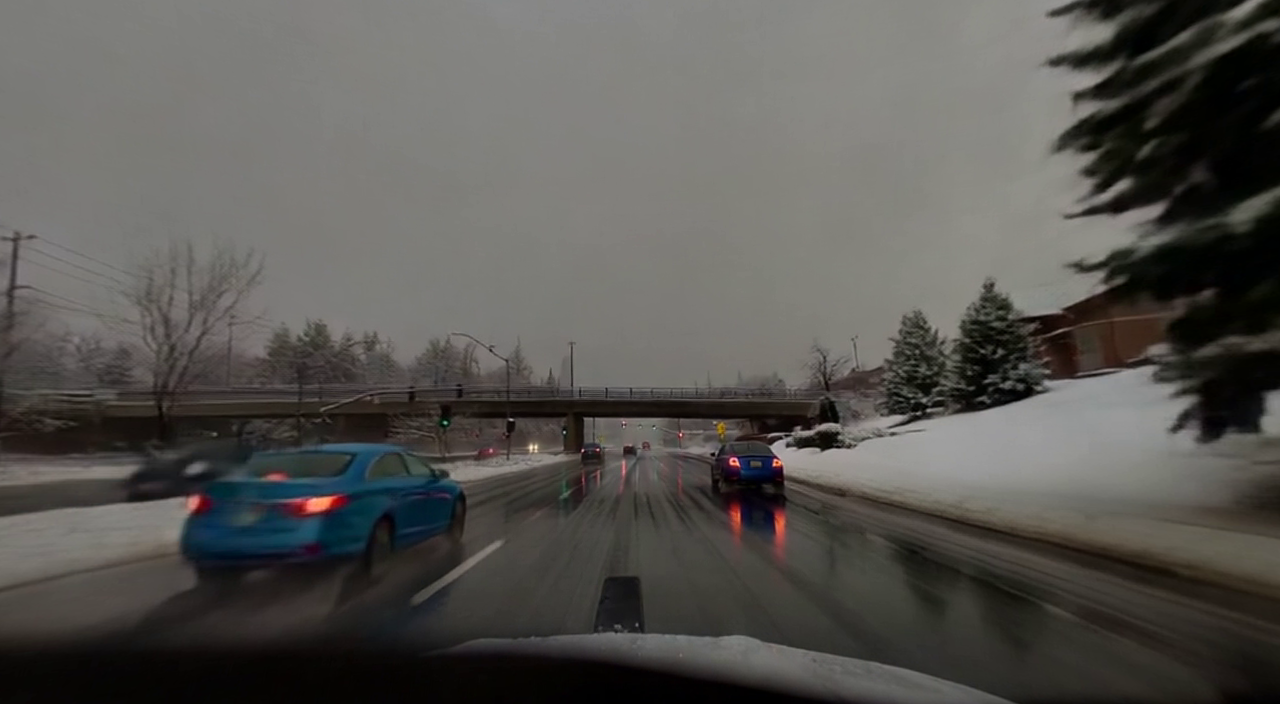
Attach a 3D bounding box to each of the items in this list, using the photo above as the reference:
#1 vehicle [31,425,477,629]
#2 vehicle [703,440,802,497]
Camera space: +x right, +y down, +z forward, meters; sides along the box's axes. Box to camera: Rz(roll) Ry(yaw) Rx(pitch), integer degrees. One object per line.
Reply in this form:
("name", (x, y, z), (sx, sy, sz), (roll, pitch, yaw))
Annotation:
("vehicle", (-3.423, 1.613, 6.919), (2.060, 1.484, 4.417), (0, -8, 1))
("vehicle", (3.227, 3.426, 19.067), (2.068, 1.497, 4.247), (0, -8, -2))
